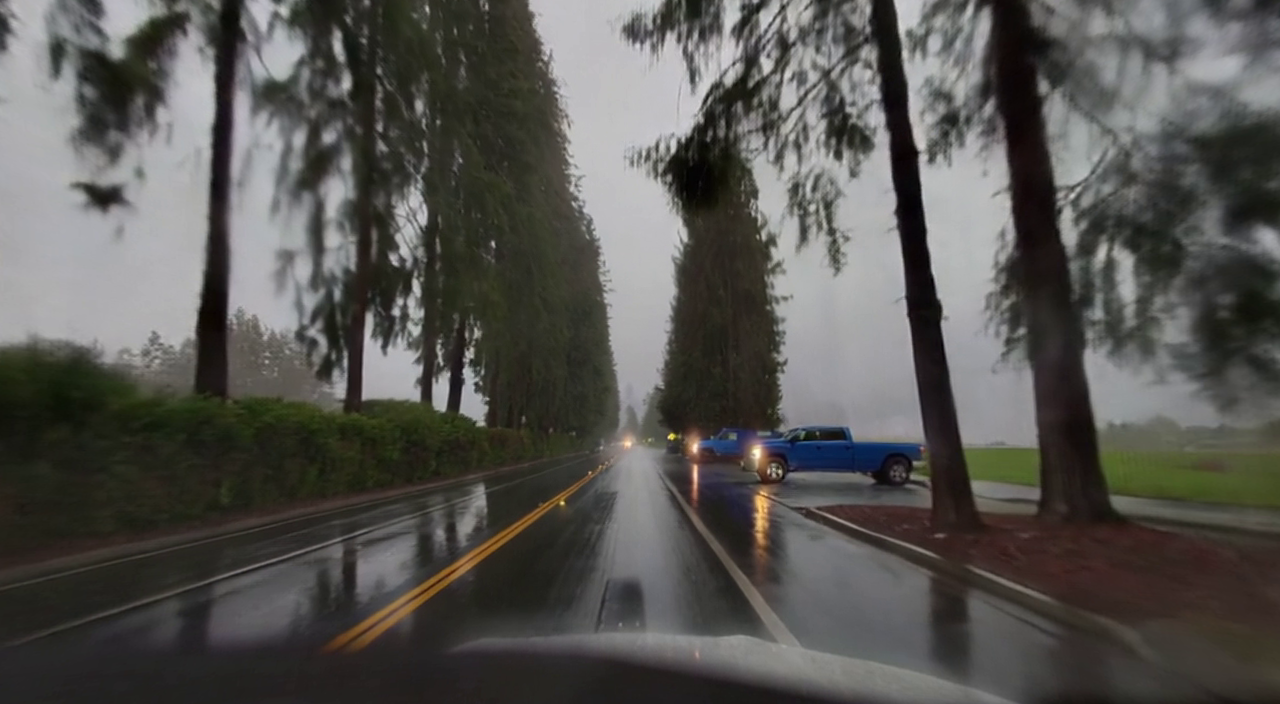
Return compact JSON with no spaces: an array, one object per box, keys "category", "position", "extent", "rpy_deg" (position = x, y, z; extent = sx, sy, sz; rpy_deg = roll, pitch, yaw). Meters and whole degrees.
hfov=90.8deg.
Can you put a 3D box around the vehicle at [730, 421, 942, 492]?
[{"category":"vehicle","position":[5.953,3.264,19.905],"extent":[5.797,2.070,2.502],"rpy_deg":[0,-8,-1]}]
